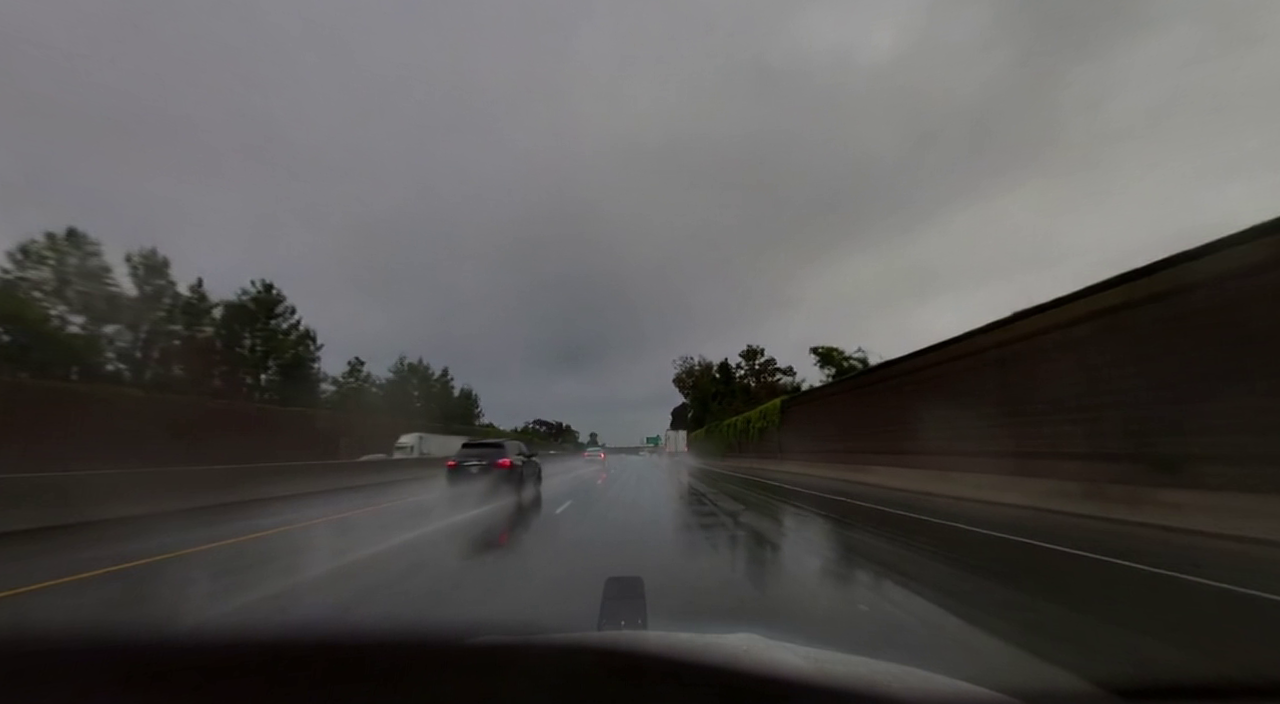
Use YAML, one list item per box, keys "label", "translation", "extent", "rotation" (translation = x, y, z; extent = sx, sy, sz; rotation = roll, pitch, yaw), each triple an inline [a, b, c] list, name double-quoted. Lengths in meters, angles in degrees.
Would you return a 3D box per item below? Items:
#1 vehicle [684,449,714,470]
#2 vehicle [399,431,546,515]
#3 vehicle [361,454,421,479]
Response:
- label: "vehicle"
  translation: [4.414, 8.065, 47.422]
  extent: [1.873, 1.529, 3.953]
  rotation: [0, -9, 0]
- label: "vehicle"
  translation: [-3.840, 2.893, 15.621]
  extent: [2.138, 1.720, 5.186]
  rotation: [0, -9, 1]
- label: "vehicle"
  translation: [-15.713, 7.229, 40.018]
  extent: [1.984, 1.494, 4.391]
  rotation: [0, -9, 1]
